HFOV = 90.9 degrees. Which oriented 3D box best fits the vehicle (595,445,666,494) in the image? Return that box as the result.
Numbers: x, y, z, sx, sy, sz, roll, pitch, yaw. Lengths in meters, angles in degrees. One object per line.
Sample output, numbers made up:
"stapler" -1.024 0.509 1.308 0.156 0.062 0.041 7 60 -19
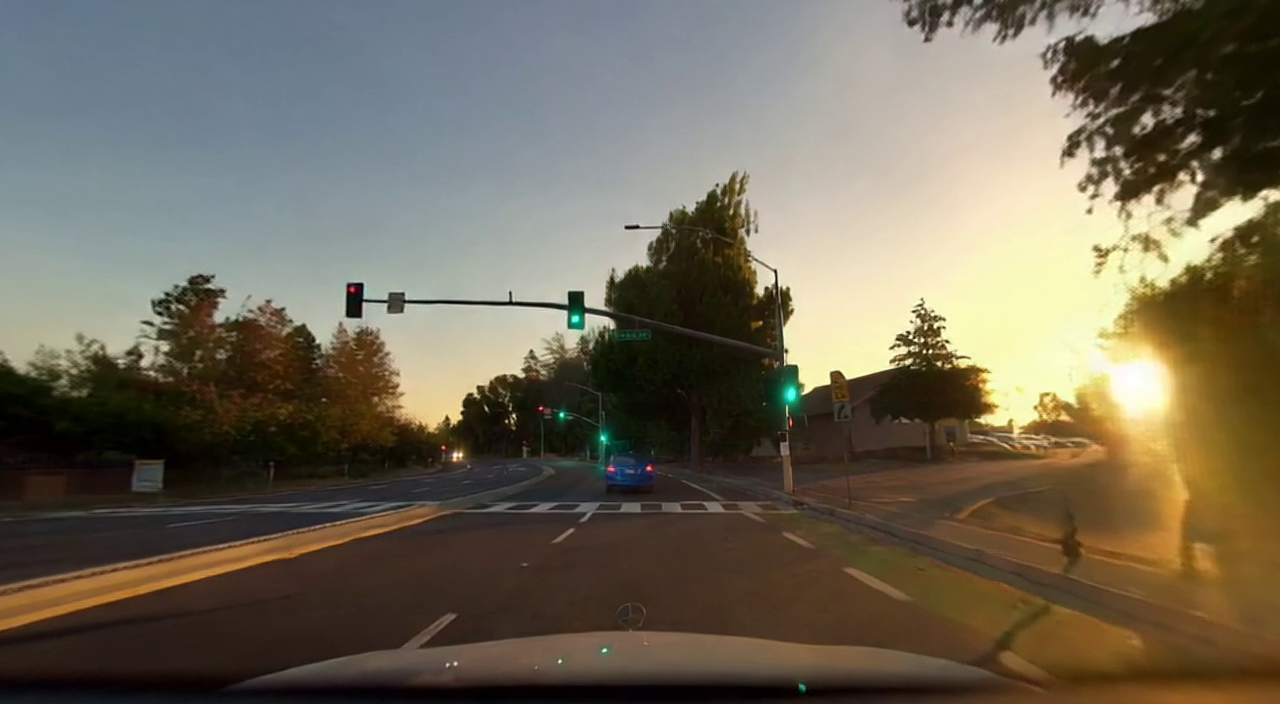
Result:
"vehicle" -0.419 3.951 21.601 2.148 1.521 4.089 1 -9 -5
